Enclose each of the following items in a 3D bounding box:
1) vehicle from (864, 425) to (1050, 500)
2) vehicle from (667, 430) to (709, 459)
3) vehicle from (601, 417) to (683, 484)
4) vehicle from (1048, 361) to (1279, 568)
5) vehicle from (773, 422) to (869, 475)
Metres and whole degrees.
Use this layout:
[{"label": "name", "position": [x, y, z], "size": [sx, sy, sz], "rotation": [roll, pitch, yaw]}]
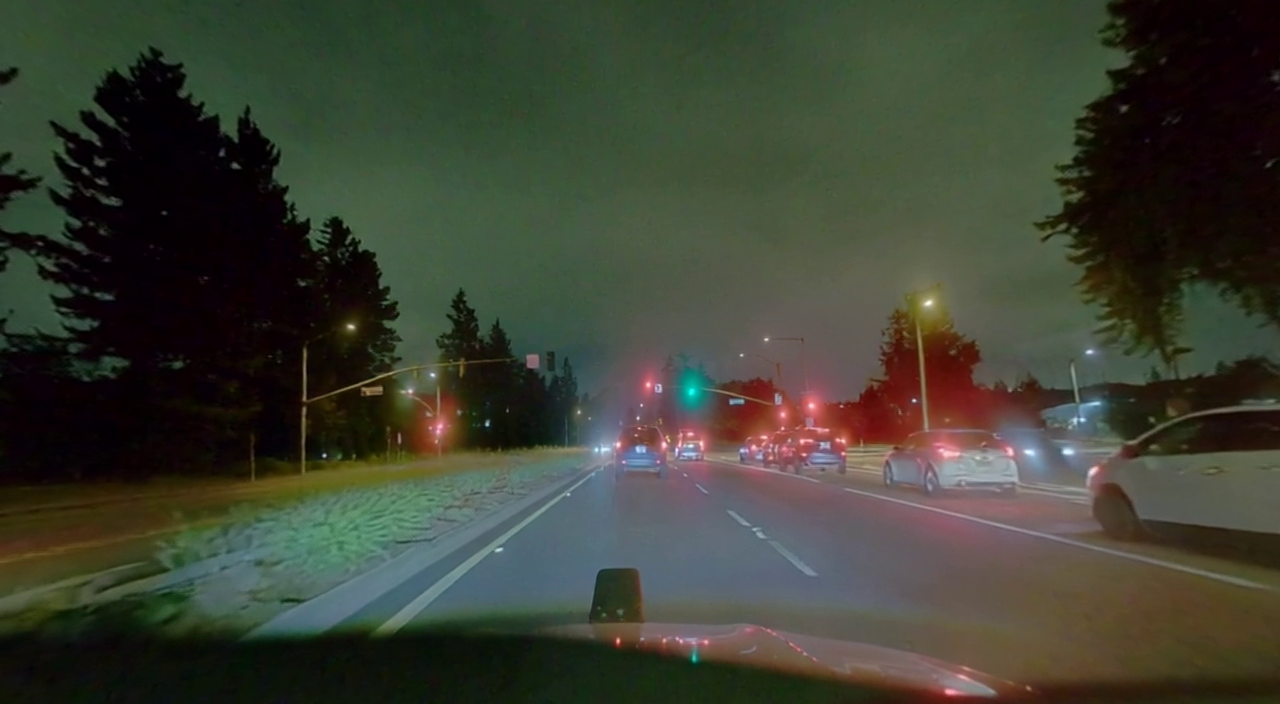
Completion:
[{"label": "vehicle", "position": [7.337, 2.624, 15.351], "size": [2.004, 1.504, 4.836], "rotation": [0, -9, 0]}, {"label": "vehicle", "position": [3.166, 6.262, 42.660], "size": [2.388, 1.833, 4.506], "rotation": [0, -9, -1]}, {"label": "vehicle", "position": [0.061, 3.137, 20.263], "size": [2.353, 1.894, 4.122], "rotation": [0, -9, 0]}, {"label": "vehicle", "position": [7.091, 1.161, 6.650], "size": [2.226, 1.913, 4.901], "rotation": [0, -9, -1]}, {"label": "vehicle", "position": [7.039, 3.849, 25.256], "size": [2.251, 1.873, 5.346], "rotation": [0, -9, 0]}]
